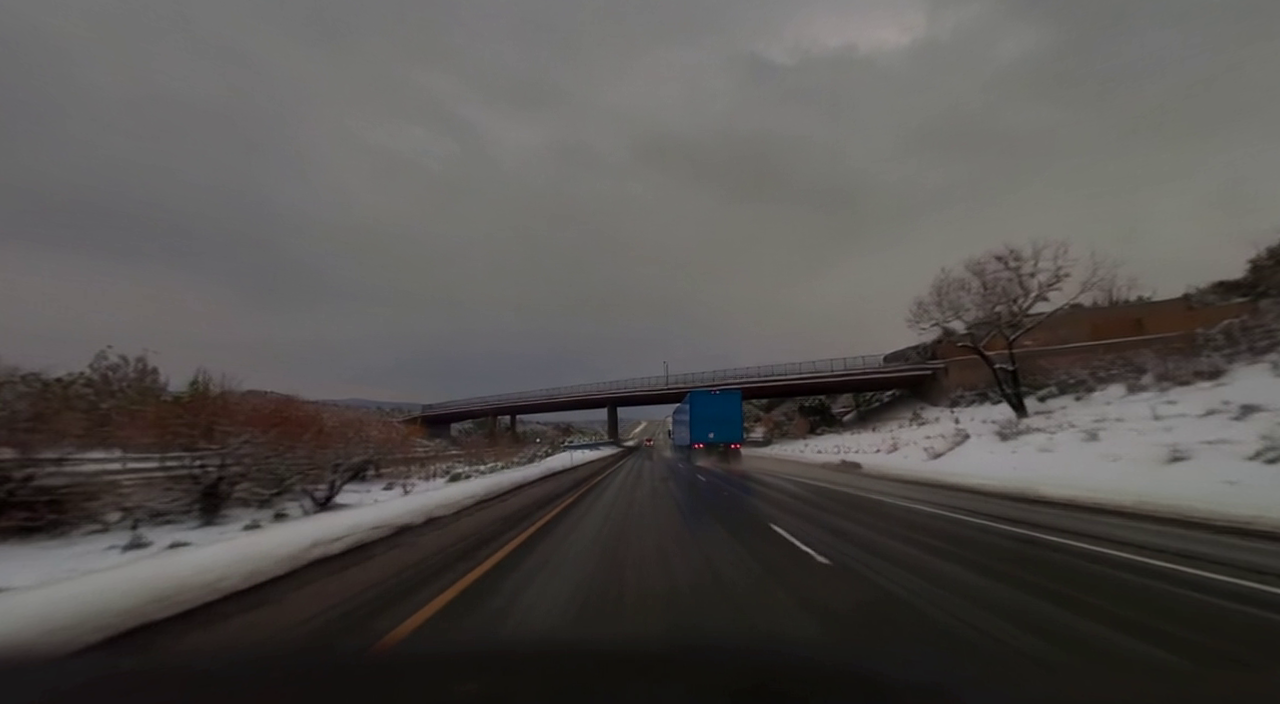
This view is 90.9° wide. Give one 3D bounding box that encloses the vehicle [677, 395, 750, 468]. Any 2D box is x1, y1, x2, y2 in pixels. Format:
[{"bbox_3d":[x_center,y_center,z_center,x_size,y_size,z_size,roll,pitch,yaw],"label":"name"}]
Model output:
[{"bbox_3d":[4.171,4.914,38.391,3.024,3.834,10.128,0,-8,-1],"label":"vehicle"}]
